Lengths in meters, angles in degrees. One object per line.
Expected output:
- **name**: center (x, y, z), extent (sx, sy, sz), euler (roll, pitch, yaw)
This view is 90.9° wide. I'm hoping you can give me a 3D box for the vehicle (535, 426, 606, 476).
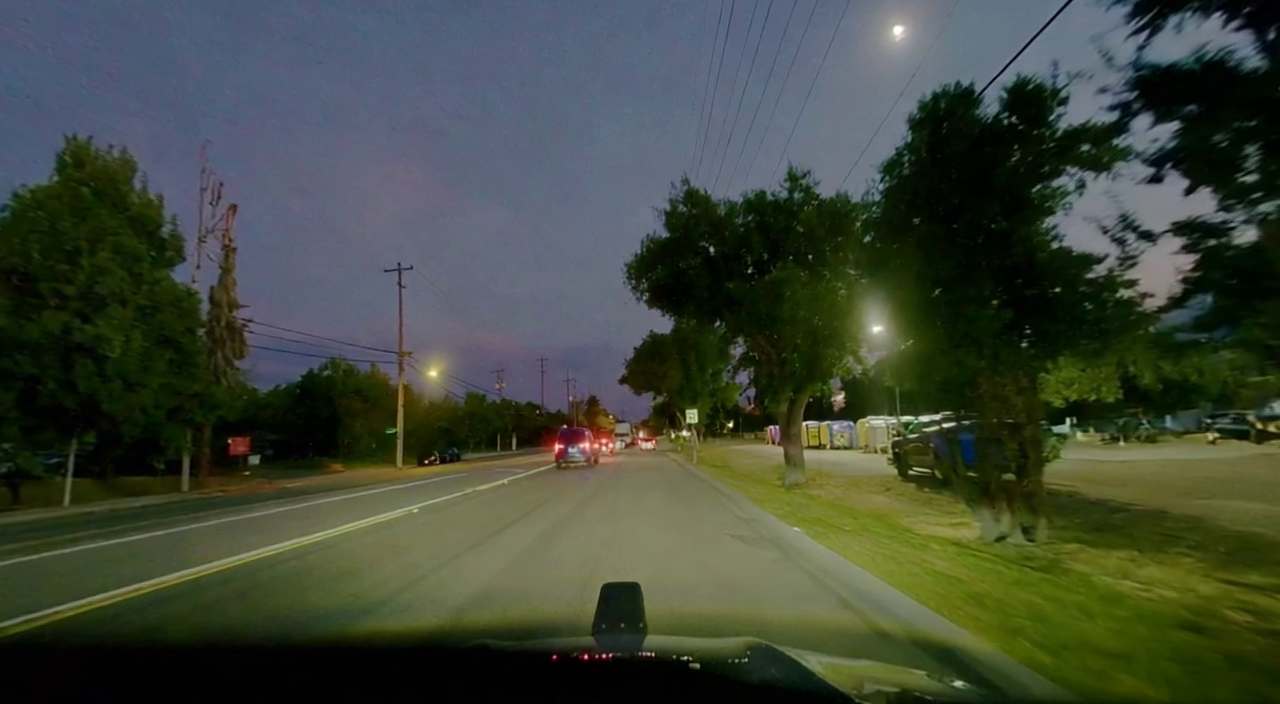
- **vehicle**: center (-2.733, 4.070, 26.095), extent (2.180, 1.818, 5.117), euler (0, -8, 2)
